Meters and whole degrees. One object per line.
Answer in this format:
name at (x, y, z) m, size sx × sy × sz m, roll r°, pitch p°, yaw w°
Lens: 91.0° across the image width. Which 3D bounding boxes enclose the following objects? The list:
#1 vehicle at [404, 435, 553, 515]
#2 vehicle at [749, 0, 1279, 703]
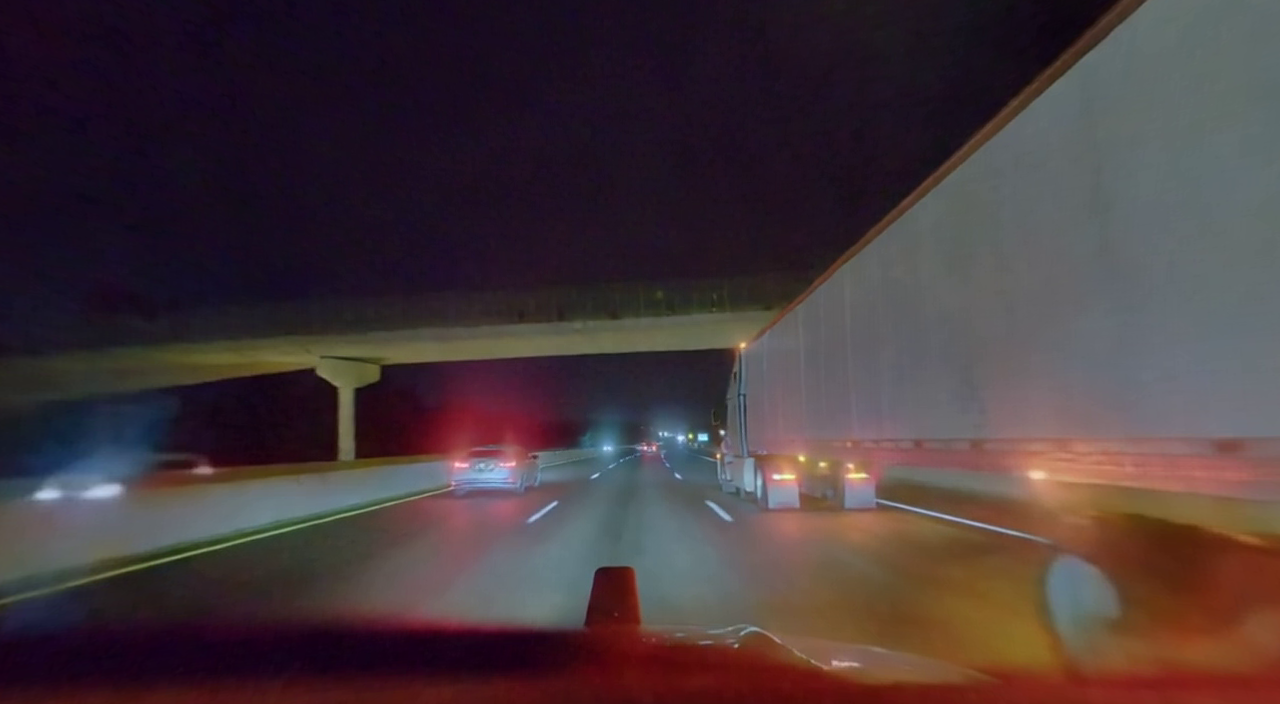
vehicle at (-3.503, 2.740, 14.724) m, size 2.276 × 1.551 × 4.484 m, roll 0°, pitch -8°, yaw 0°
vehicle at (3.839, 0.415, 6.037) m, size 3.306 × 3.531 × 11.717 m, roll 0°, pitch -8°, yaw -1°
